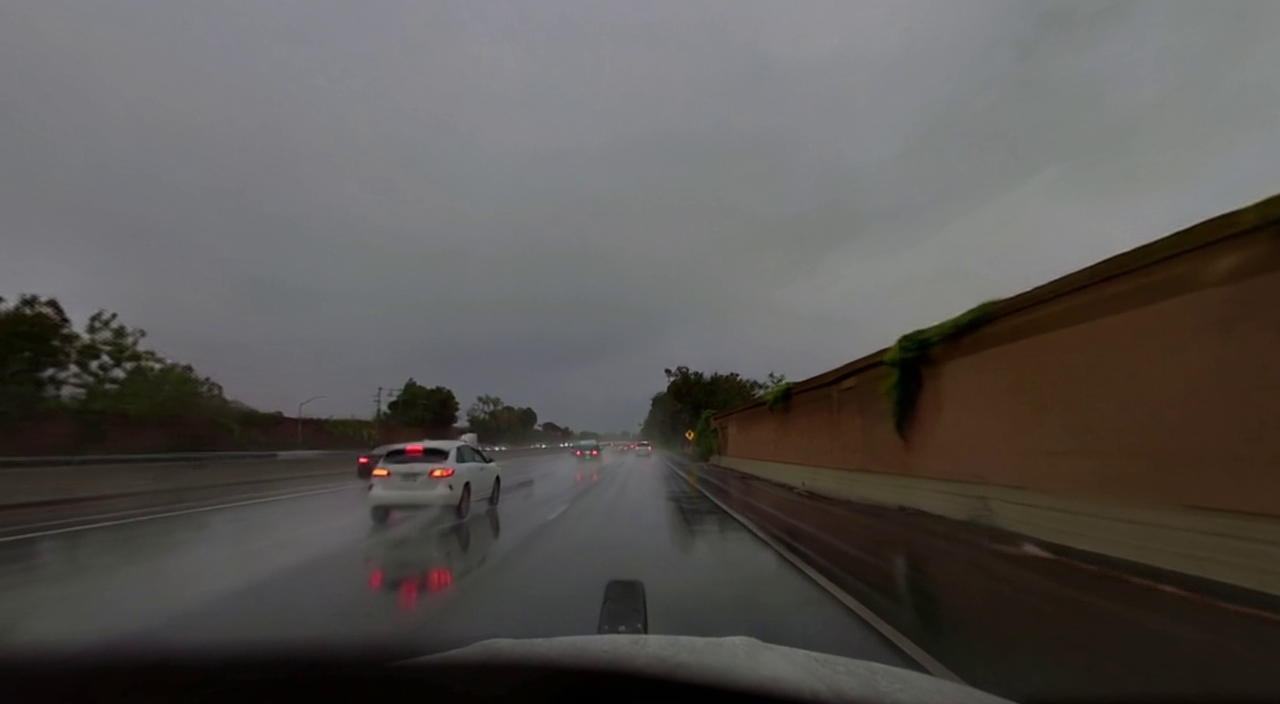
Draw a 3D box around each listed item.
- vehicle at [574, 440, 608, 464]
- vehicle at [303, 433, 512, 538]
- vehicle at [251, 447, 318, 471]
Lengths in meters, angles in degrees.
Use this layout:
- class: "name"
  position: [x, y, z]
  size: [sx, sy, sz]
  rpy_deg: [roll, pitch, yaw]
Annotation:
- class: "vehicle"
  position: [-3.537, 7.254, 45.845]
  size: [2.036, 1.636, 4.511]
  rpy_deg: [-1, -8, 1]
- class: "vehicle"
  position: [-3.860, 2.294, 11.523]
  size: [1.945, 1.484, 4.803]
  rpy_deg: [-1, -8, 1]
- class: "vehicle"
  position: [-24.716, 7.436, 43.824]
  size: [1.856, 1.487, 4.570]
  rpy_deg: [-1, -8, 2]
